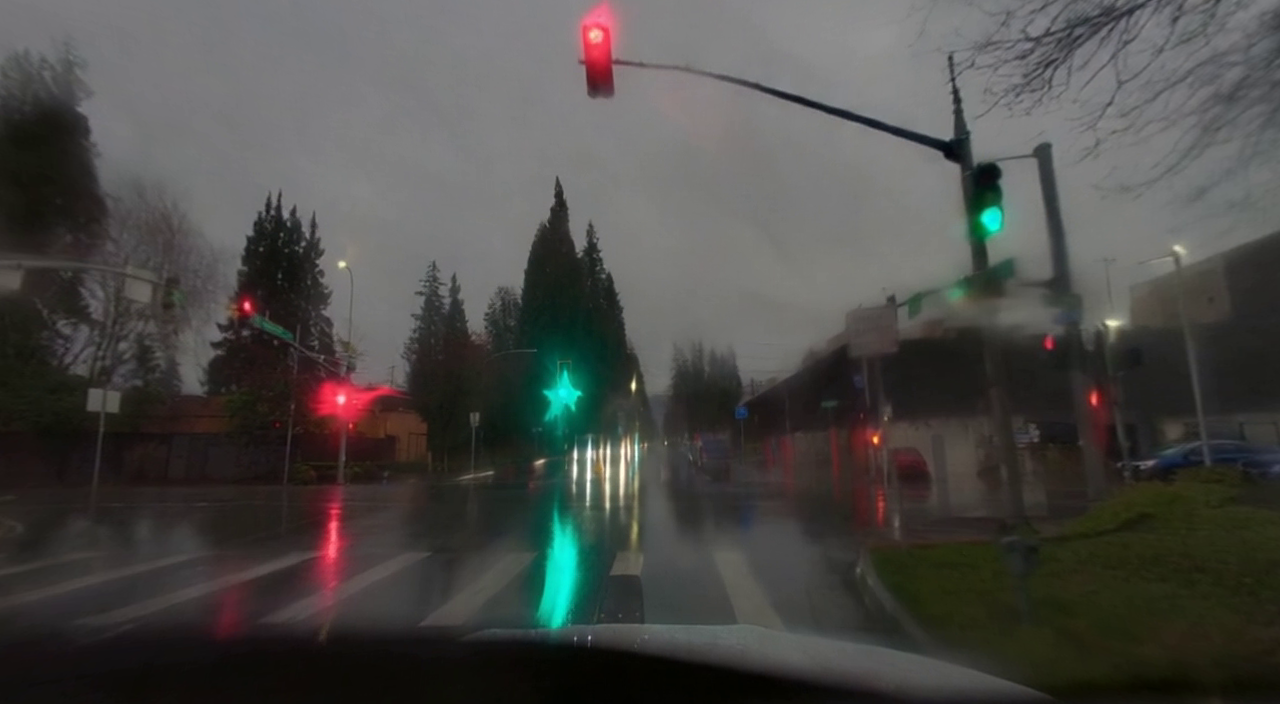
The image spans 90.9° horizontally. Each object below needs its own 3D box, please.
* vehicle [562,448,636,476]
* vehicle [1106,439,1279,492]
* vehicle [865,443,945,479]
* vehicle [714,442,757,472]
[{"bbox_3d":[-2.451,6.436,37.143,3.991,1.526,1.868,-5,-9,31],"label":"vehicle"},{"bbox_3d":[16.817,3.398,19.129,3.876,1.512,1.784,0,-8,-1],"label":"vehicle"},{"bbox_3d":[12.416,5.211,29.808,1.922,1.529,3.964,0,-12,-1],"label":"vehicle"},{"bbox_3d":[6.901,7.569,45.703,1.491,2.041,2.964,6,-10,-33],"label":"vehicle"}]
